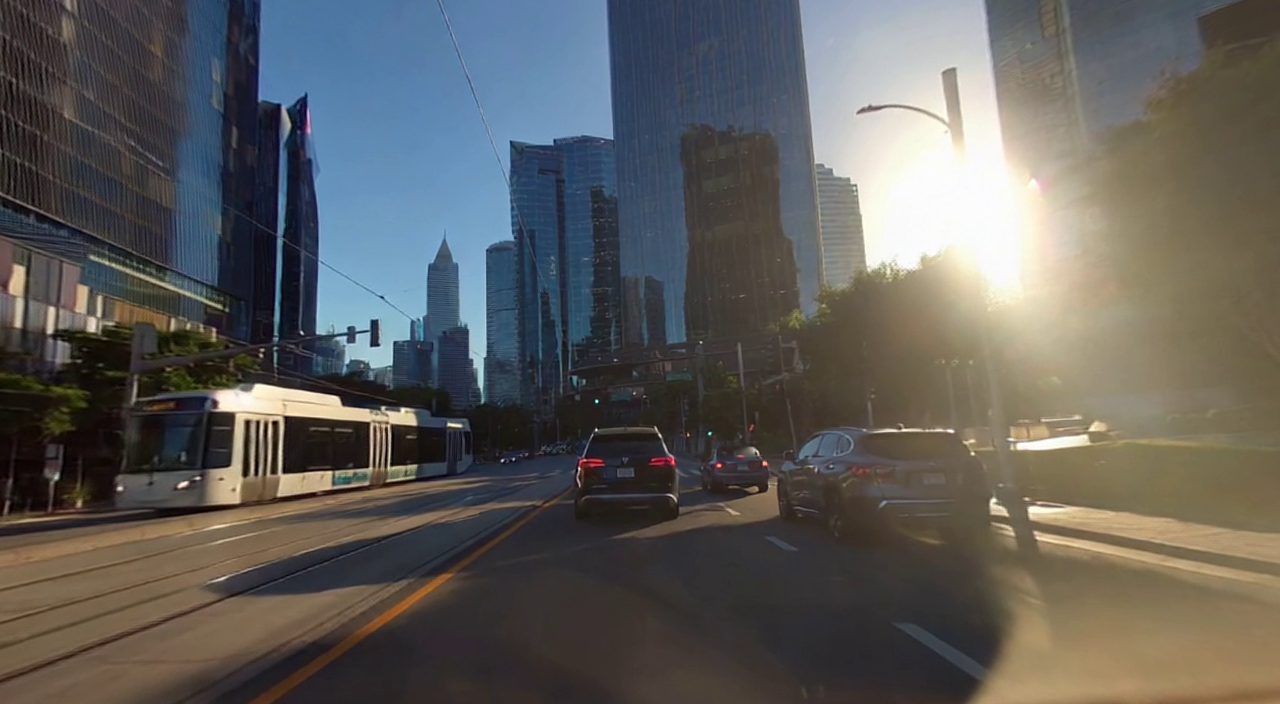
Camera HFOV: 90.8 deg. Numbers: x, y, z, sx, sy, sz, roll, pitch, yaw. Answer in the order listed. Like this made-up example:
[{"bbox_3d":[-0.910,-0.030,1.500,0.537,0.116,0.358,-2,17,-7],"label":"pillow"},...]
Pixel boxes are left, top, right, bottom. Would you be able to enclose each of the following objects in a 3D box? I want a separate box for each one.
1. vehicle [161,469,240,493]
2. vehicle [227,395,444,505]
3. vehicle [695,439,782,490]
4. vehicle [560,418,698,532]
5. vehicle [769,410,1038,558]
[{"bbox_3d":[-34.079,10.002,49.044,4.726,1.458,1.770,-3,-11,-2],"label":"vehicle"},{"bbox_3d":[-10.990,3.762,24.730,3.053,3.359,10.539,0,-8,1],"label":"vehicle"},{"bbox_3d":[3.095,3.642,20.789,1.993,1.480,4.324,0,-8,-2],"label":"vehicle"},{"bbox_3d":[-0.223,2.253,12.155,2.178,1.779,4.255,0,-8,-1],"label":"vehicle"},{"bbox_3d":[3.563,1.884,9.766,2.029,1.717,4.624,0,-8,-2],"label":"vehicle"}]
